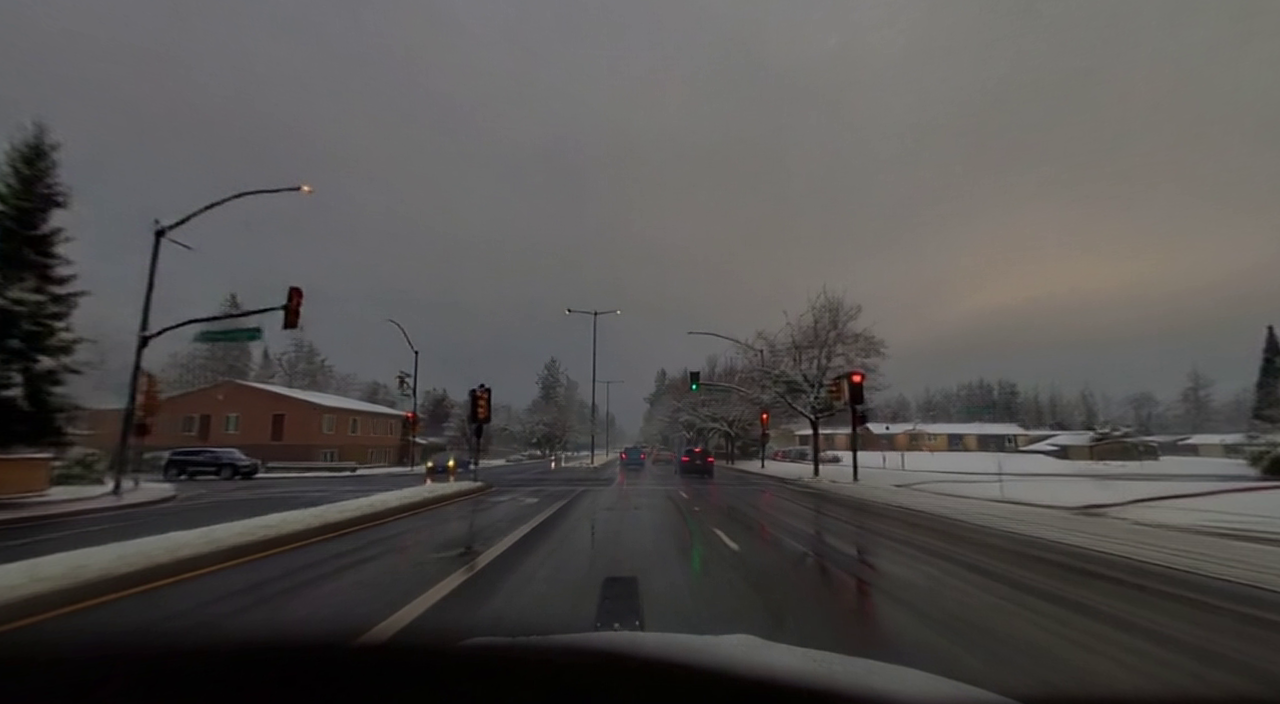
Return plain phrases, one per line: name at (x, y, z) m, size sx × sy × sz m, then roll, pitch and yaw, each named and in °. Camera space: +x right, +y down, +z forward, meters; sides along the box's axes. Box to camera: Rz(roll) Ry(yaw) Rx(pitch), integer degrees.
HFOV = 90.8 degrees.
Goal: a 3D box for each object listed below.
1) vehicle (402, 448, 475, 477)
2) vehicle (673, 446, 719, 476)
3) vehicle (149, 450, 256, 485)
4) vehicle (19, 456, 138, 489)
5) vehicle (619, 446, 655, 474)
vehicle at (-14.574, 7.955, 46.014) m, size 2.188 × 1.940 × 5.008 m, roll -4°, pitch -9°, yaw 26°
vehicle at (3.017, 5.973, 34.936) m, size 2.057 × 1.496 × 4.401 m, roll 0°, pitch -8°, yaw -2°
vehicle at (-25.146, 6.651, 36.429) m, size 4.634 × 1.840 × 2.025 m, roll -1°, pitch -10°, yaw 1°
vehicle at (-32.046, 6.876, 36.161) m, size 4.707 × 1.747 × 2.130 m, roll 0°, pitch -8°, yaw 1°
vehicle at (-0.180, 6.323, 37.269) m, size 2.018 × 1.511 × 3.993 m, roll 0°, pitch -8°, yaw -1°
